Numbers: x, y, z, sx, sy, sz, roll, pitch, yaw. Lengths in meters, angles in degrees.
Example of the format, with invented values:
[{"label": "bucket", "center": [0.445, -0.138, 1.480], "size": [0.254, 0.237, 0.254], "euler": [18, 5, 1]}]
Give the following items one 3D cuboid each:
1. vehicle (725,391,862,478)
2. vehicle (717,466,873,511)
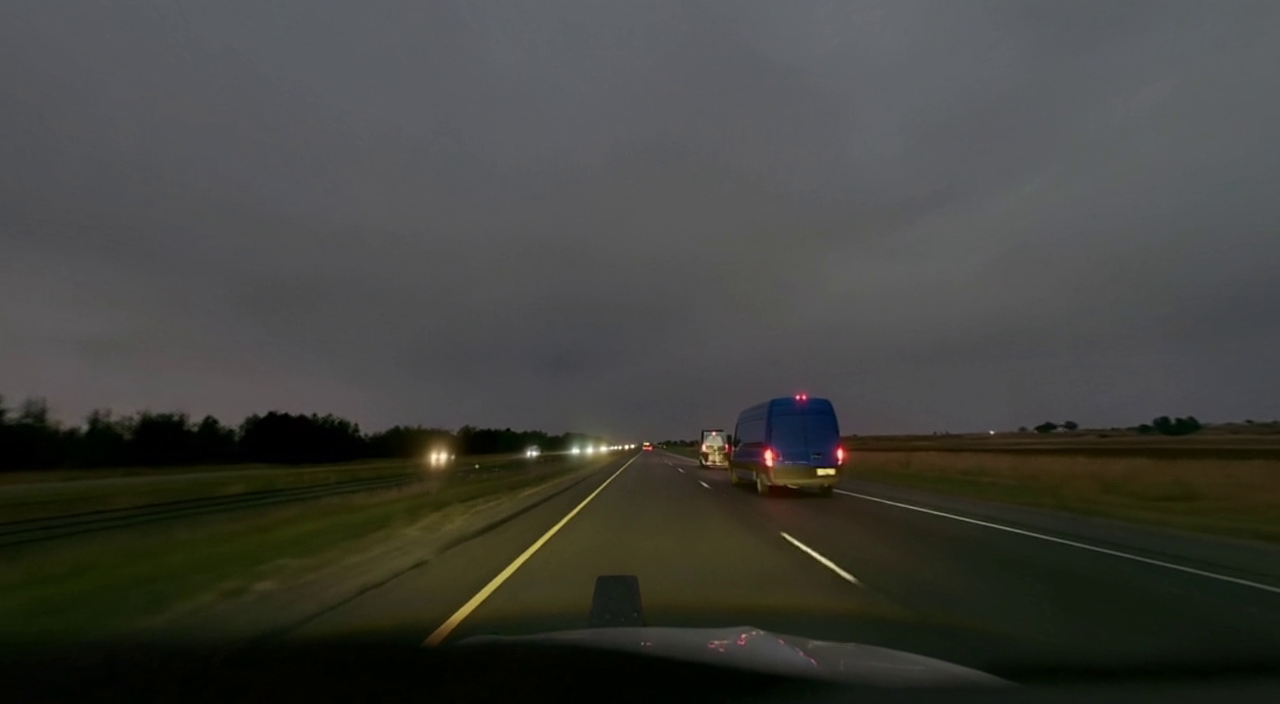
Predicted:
[{"label": "vehicle", "center": [4.013, 2.395, 17.812], "size": [2.444, 2.053, 5.616], "euler": [-1, -9, 0]}, {"label": "vehicle", "center": [3.979, 3.729, 17.754], "size": [2.702, 0.824, 6.391], "euler": [0, -9, -1]}]
